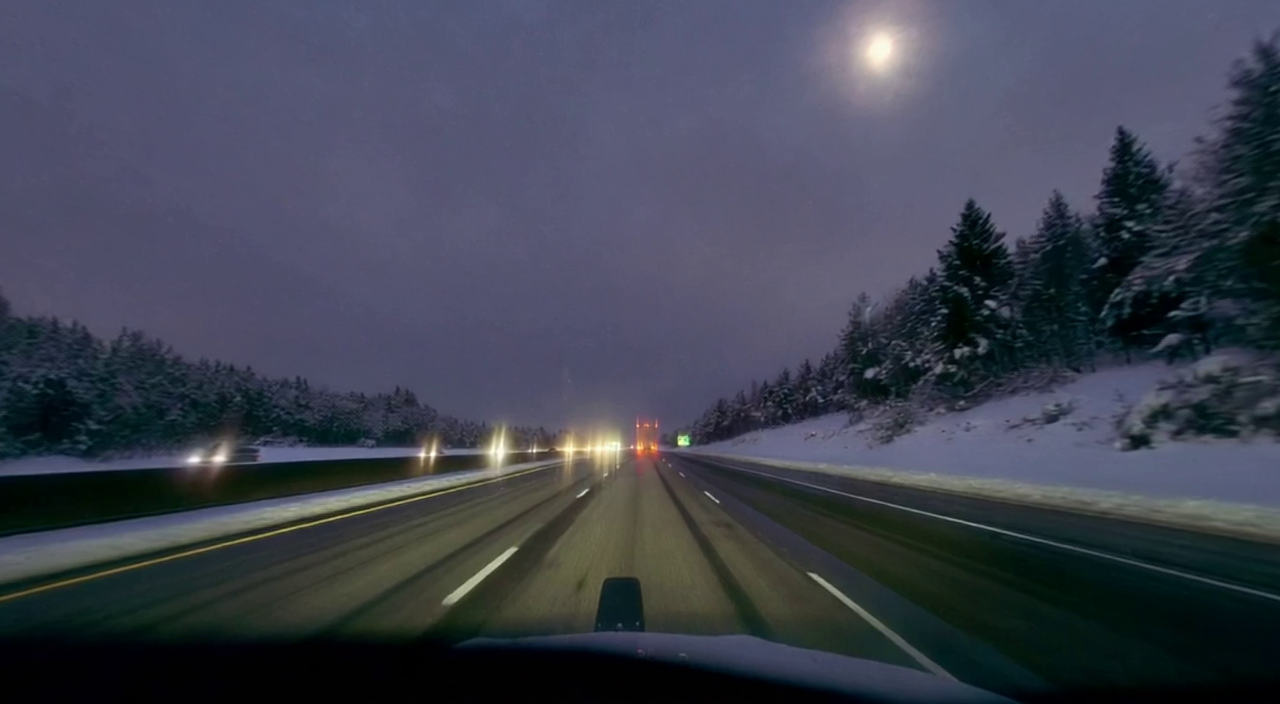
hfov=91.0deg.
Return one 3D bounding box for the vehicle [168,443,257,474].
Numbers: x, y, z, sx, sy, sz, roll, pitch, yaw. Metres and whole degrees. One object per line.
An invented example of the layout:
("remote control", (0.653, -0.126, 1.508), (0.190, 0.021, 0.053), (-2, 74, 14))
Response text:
("vehicle", (-29.024, 7.243, 43.038), (2.151, 1.953, 5.547), (0, -9, 1))
